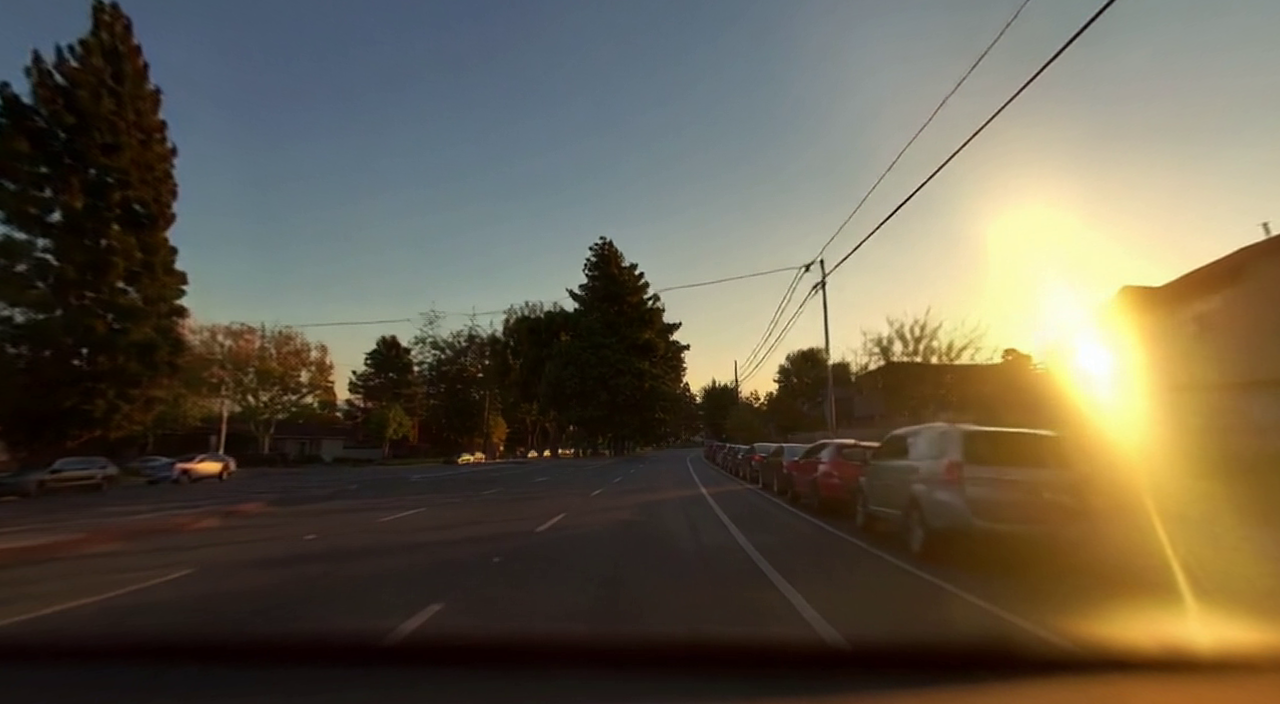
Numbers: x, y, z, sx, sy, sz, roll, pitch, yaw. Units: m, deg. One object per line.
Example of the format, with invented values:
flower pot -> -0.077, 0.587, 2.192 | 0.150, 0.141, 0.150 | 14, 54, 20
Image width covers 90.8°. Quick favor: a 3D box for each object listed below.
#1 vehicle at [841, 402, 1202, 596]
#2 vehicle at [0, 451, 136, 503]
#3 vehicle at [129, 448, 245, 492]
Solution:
vehicle -> 4.116, 1.643, 7.934 | 2.013, 1.710, 4.403 | -1, -9, 5
vehicle -> -23.325, 4.886, 25.231 | 2.120, 1.824, 4.908 | -1, -9, 3
vehicle -> -22.644, 5.878, 31.906 | 2.171, 1.745, 4.867 | -2, -7, 2
